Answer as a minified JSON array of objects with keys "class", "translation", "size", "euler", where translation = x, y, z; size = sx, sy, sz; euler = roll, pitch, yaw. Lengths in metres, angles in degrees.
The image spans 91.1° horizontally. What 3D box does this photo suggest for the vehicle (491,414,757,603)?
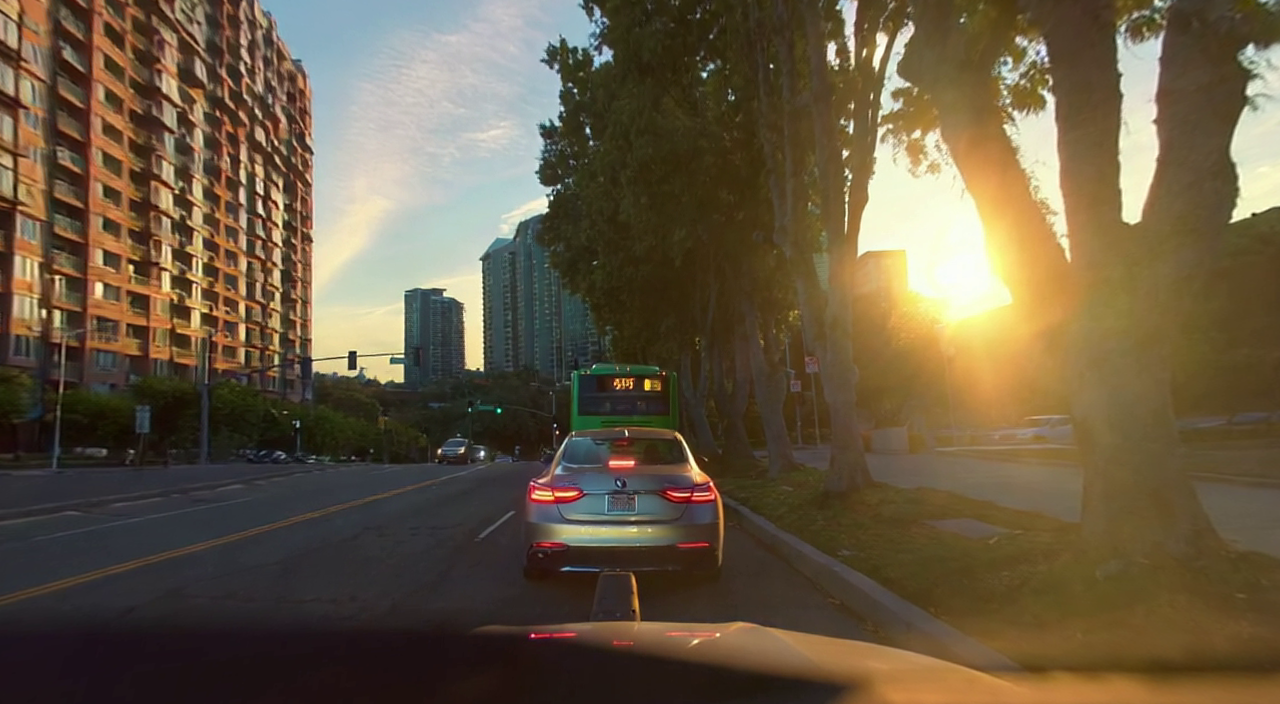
[{"class":"vehicle","translation":[-0.171,1.482,6.933],"size":[2.064,1.452,3.942],"euler":[0,-8,-1]}]
